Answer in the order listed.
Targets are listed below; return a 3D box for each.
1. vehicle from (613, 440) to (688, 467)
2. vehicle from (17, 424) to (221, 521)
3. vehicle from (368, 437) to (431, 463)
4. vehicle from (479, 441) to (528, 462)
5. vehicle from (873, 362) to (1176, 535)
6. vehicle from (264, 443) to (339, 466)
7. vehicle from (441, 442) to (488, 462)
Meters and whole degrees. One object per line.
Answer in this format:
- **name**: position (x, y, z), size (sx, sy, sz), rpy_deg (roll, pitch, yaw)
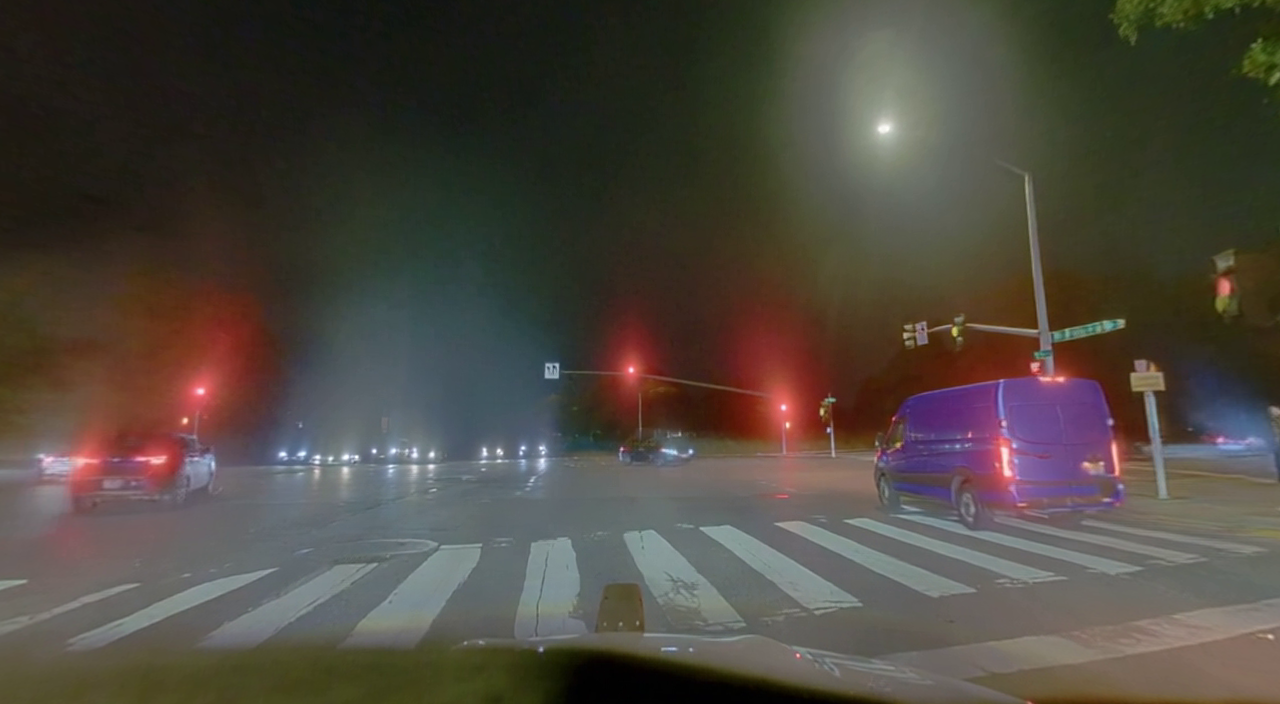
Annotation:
- **vehicle**: position (0.545, 5.737, 35.706), size (3.909, 1.409, 1.907), rpy_deg (-7, -11, 40)
- **vehicle**: position (-10.659, 2.450, 13.428), size (2.115, 1.653, 4.553), rpy_deg (4, -9, -24)
- **vehicle**: position (-17.404, 7.150, 45.999), size (2.189, 1.753, 4.785), rpy_deg (-1, -9, 8)
- **vehicle**: position (-10.173, 7.468, 47.391), size (2.097, 1.484, 4.596), rpy_deg (-1, -9, 8)
- **vehicle**: position (6.565, 1.794, 11.903), size (2.332, 2.511, 5.326), rpy_deg (0, -9, 1)
- **vehicle**: position (-21.857, 6.641, 40.976), size (1.859, 1.415, 4.591), rpy_deg (-1, -9, 8)
- **vehicle**: position (-13.209, 7.587, 47.857), size (1.845, 1.426, 4.289), rpy_deg (-1, -9, 8)
